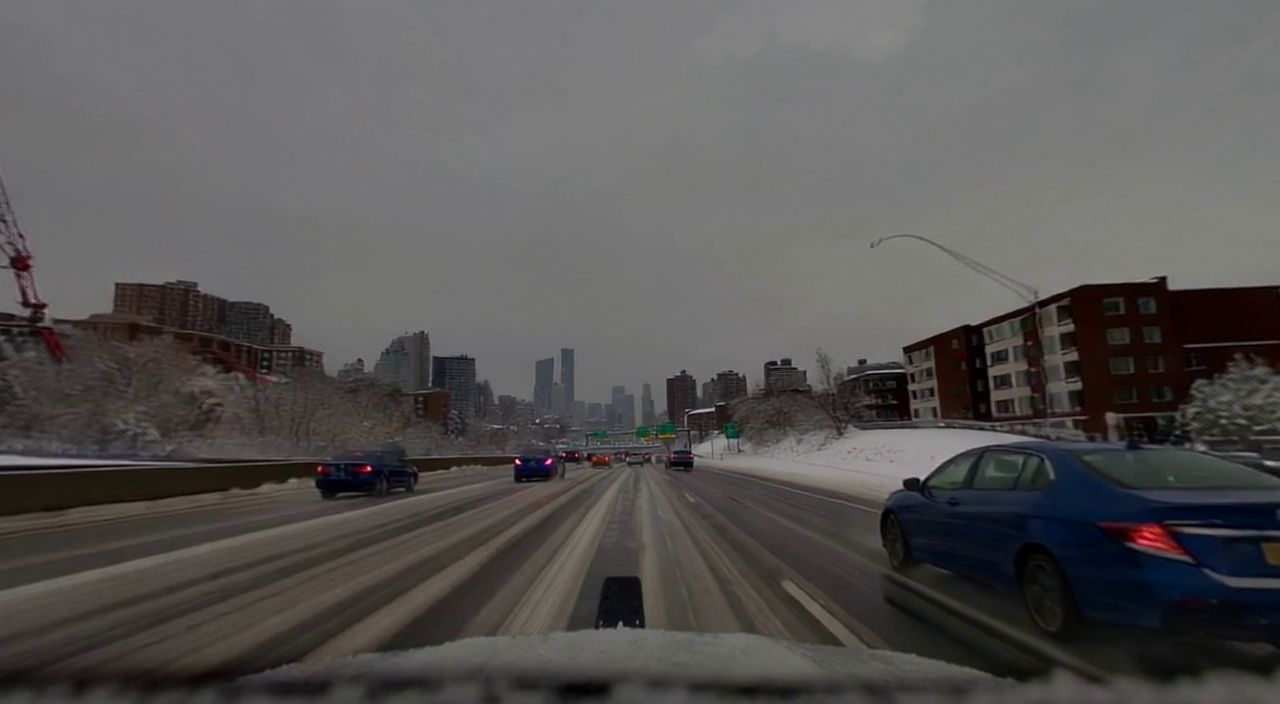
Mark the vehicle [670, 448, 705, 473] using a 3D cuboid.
[{"bbox_3d":[3.265,7.567,44.328,1.978,1.602,4.092,0,-8,-2],"label":"vehicle"}]

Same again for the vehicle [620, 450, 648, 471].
[{"bbox_3d":[-0.472,8.055,47.144,2.019,1.472,3.971,0,-8,-1],"label":"vehicle"}]

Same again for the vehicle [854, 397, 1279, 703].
[{"bbox_3d":[3.269,1.209,4.281,1.995,1.486,4.463,0,-8,-1],"label":"vehicle"}]

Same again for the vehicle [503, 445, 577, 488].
[{"bbox_3d":[-3.812,4.462,25.033,2.136,1.512,4.488,0,-8,1],"label":"vehicle"}]

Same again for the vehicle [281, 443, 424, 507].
[{"bbox_3d":[-7.687,3.301,17.444,1.951,1.528,4.209,0,-8,0],"label":"vehicle"}]
